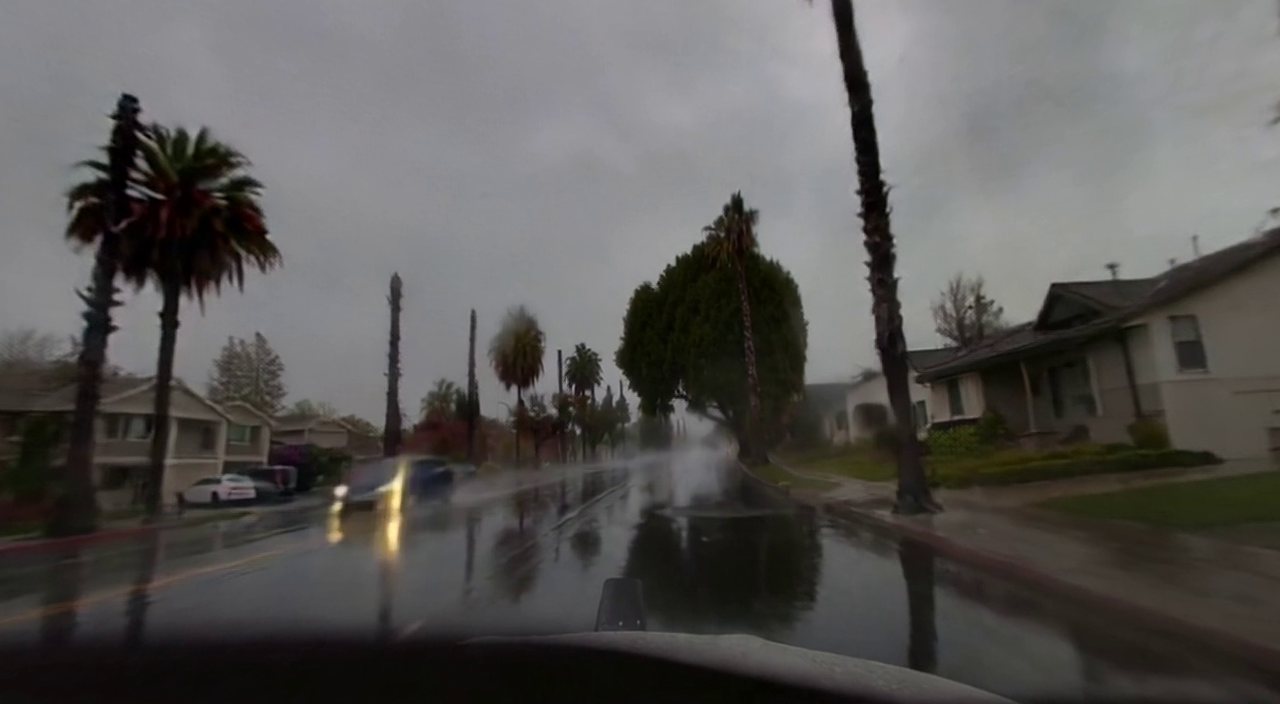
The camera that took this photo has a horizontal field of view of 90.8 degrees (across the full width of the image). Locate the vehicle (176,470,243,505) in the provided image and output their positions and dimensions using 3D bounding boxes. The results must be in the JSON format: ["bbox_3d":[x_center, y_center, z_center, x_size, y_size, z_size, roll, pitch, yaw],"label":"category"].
[{"bbox_3d":[-22.004,6.863,32.212,4.461,1.477,1.862,-8,-12,44],"label":"vehicle"}]

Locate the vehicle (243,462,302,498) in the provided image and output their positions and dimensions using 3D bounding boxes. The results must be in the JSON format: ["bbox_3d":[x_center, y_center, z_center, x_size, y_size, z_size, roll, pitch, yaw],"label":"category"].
[{"bbox_3d":[-21.589,7.482,37.304,2.075,1.846,4.684,3,-9,-19],"label":"vehicle"}]

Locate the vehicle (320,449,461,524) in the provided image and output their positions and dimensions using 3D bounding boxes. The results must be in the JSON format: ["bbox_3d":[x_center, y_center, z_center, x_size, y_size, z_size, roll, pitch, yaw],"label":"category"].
[{"bbox_3d":[-6.486,3.482,16.976,1.746,1.503,4.400,-8,-9,2],"label":"vehicle"}]
